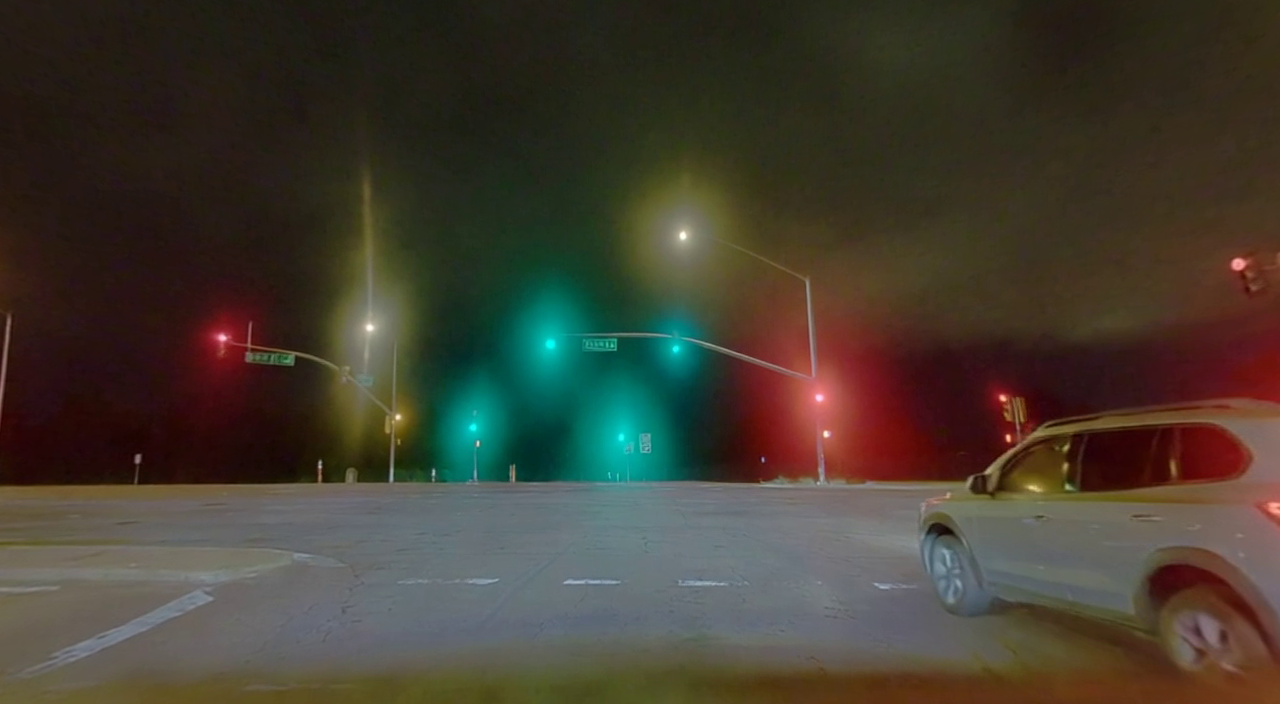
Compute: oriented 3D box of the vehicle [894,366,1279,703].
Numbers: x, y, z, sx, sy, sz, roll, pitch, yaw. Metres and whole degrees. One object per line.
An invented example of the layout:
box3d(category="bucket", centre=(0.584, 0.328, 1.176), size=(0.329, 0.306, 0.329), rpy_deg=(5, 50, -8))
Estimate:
box3d(category="vehicle", centre=(3.204, 1.070, 3.457), size=(1.938, 1.648, 4.211), rpy_deg=(0, -8, 1))
